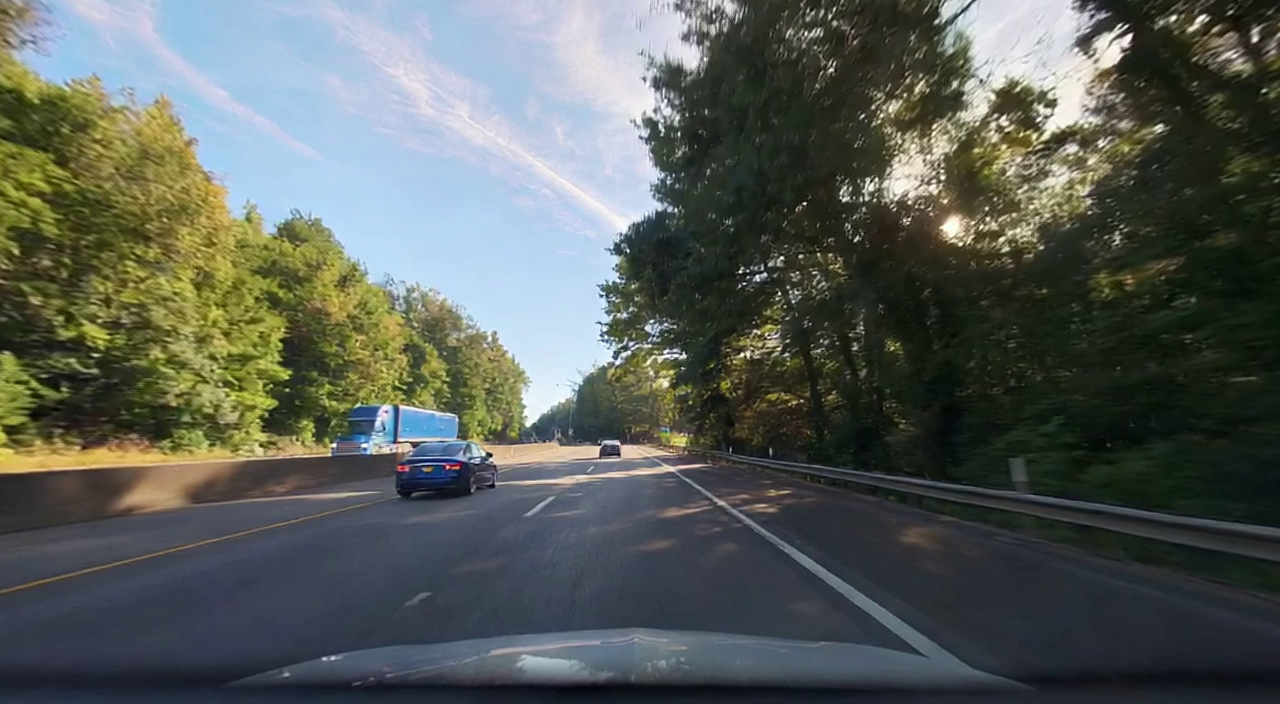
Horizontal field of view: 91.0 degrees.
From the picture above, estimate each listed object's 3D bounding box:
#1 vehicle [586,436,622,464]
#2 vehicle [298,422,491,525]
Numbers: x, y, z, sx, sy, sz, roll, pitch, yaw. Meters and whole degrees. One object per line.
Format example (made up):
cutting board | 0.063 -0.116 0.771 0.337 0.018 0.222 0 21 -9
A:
vehicle | -2.257 6.295 40.651 2.159 1.670 4.395 0 -8 -1
vehicle | -4.546 2.311 12.566 2.111 1.645 4.382 -1 -8 0
